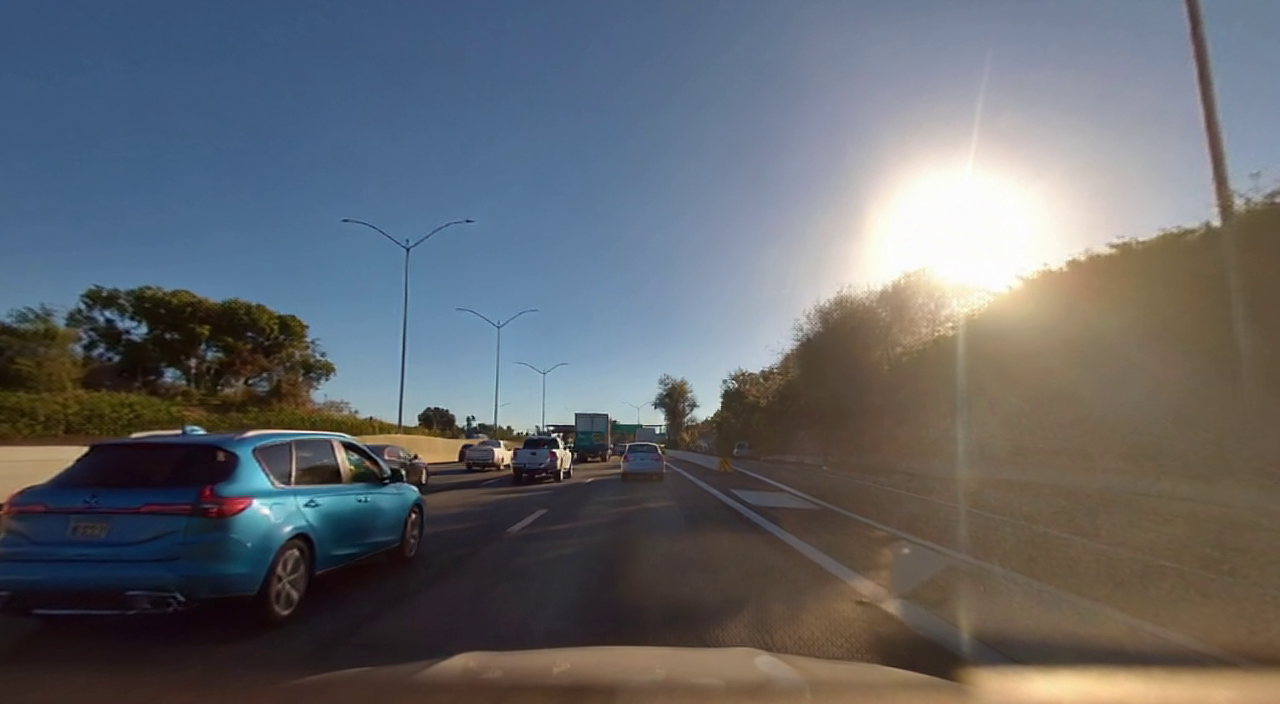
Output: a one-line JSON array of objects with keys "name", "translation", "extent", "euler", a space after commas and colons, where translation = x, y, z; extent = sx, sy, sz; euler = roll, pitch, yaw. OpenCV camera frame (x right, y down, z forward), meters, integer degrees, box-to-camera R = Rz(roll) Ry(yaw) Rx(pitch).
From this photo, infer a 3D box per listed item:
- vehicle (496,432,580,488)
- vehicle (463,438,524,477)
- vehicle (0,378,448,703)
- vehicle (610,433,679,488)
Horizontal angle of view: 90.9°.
[{"name": "vehicle", "translation": [-3.495, 3.794, 22.521], "extent": [2.125, 1.792, 4.466], "euler": [0, -8, 2]}, {"name": "vehicle", "translation": [-7.111, 5.129, 31.009], "extent": [1.998, 1.770, 4.222], "euler": [0, -8, 0]}, {"name": "vehicle", "translation": [-3.485, 1.305, 5.493], "extent": [2.209, 1.711, 4.296], "euler": [0, -8, 1]}, {"name": "vehicle", "translation": [0.163, 3.741, 22.048], "extent": [2.180, 1.716, 3.920], "euler": [0, -8, 1]}]
